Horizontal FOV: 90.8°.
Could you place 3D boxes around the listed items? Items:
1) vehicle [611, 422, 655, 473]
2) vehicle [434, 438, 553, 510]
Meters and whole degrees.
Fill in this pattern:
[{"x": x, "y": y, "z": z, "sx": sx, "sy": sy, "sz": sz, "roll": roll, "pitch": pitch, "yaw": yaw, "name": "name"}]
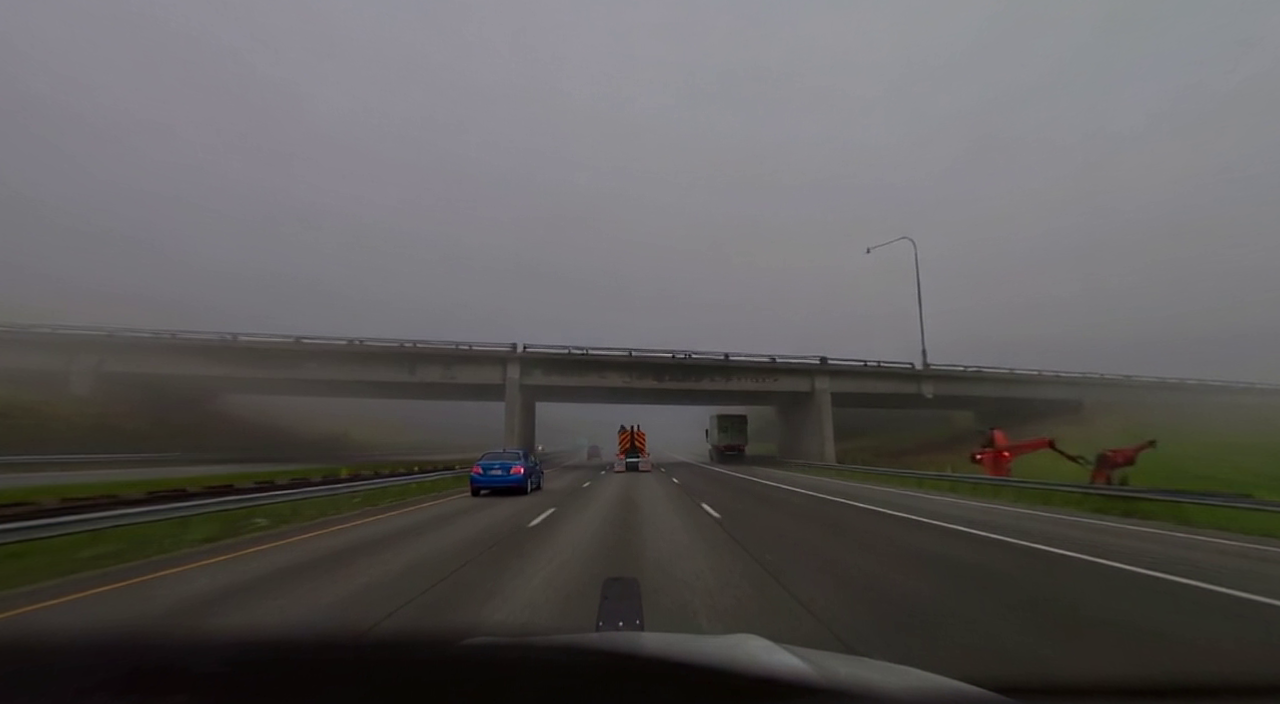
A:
[{"x": -0.494, "y": 6.397, "z": 42.244, "sx": 2.672, "sy": 3.056, "sz": 6.900, "roll": 0, "pitch": -9, "yaw": -1, "name": "vehicle"}, {"x": -3.665, "y": 3.136, "z": 16.669, "sx": 2.088, "sy": 1.643, "sz": 4.215, "roll": 0, "pitch": -9, "yaw": 1, "name": "vehicle"}]
